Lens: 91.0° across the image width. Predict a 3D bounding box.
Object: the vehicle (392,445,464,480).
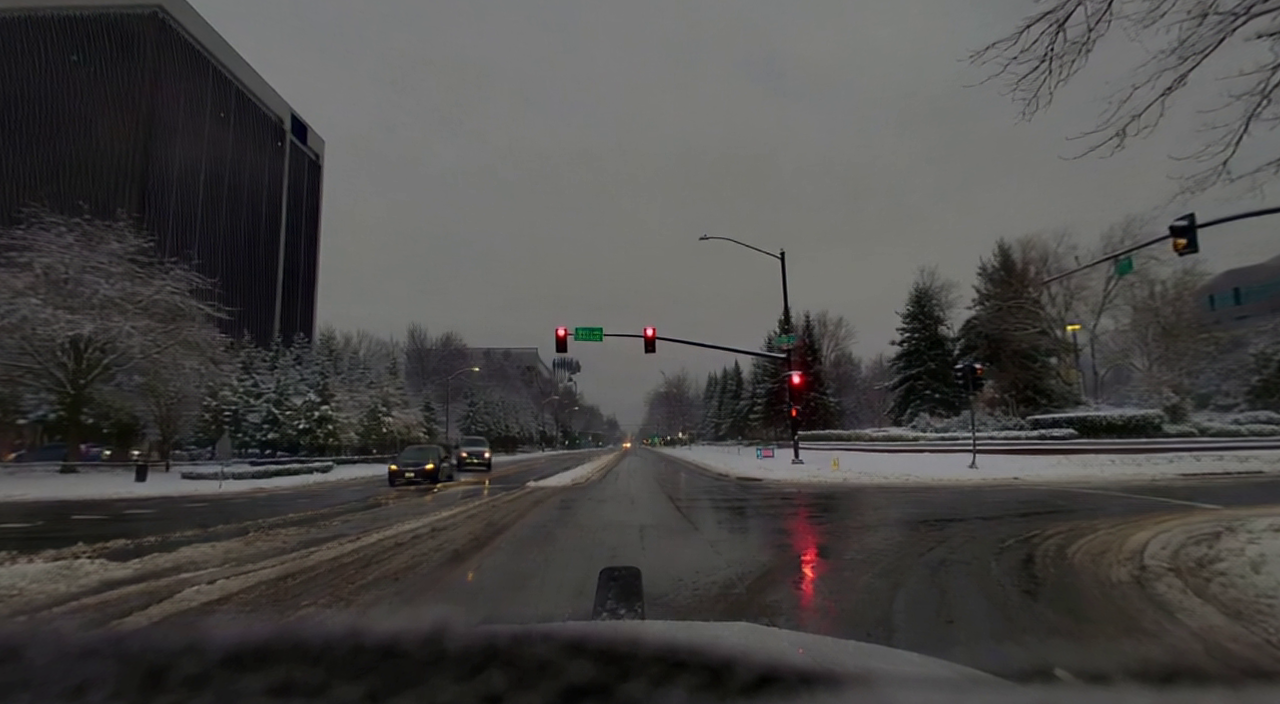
[{"bbox_3d":[-11.632,6.070,34.954,2.069,1.771,4.947,0,-9,3],"label":"vehicle"}]
